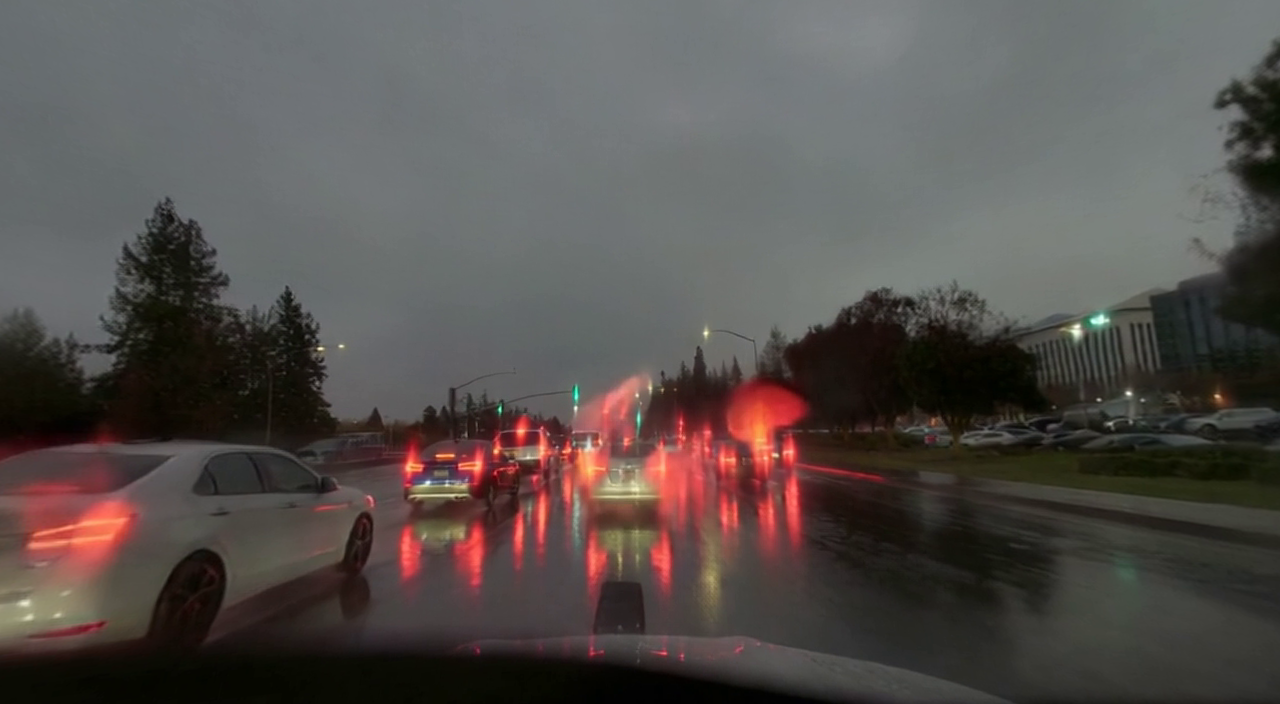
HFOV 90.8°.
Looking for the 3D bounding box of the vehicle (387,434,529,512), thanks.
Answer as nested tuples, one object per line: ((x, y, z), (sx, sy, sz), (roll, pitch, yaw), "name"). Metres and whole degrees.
((-3.862, 2.639, 14.264), (1.985, 1.467, 4.224), (0, -8, 0), "vehicle")

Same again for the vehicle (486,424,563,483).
((-3.985, 3.605, 22.660), (2.054, 1.881, 4.469), (0, -8, -2), "vehicle")

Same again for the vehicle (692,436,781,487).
((2.959, 3.483, 20.398), (1.978, 1.452, 4.381), (0, -8, -3), "vehicle")

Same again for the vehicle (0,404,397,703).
((-3.719, 1.273, 4.749), (2.052, 1.475, 4.341), (0, -8, 0), "vehicle")

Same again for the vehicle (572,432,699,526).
((-0.122, 2.307, 12.073), (2.007, 1.467, 4.059), (0, -8, -2), "vehicle")
